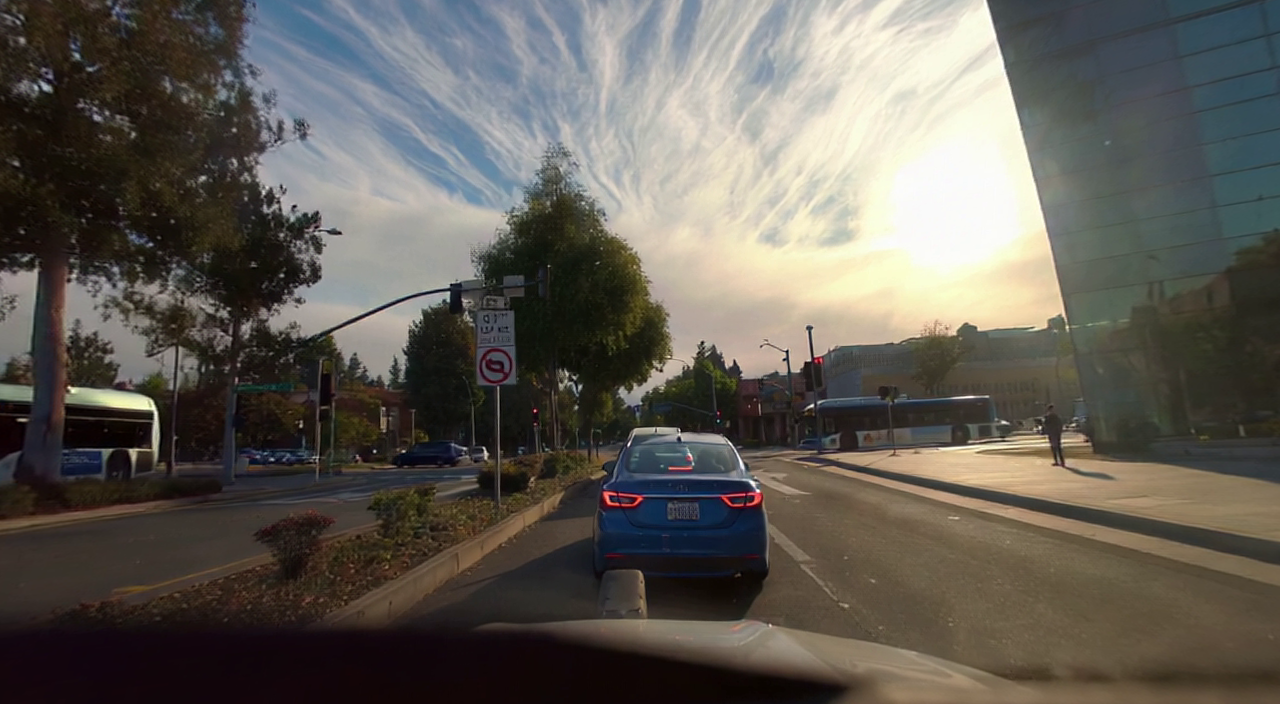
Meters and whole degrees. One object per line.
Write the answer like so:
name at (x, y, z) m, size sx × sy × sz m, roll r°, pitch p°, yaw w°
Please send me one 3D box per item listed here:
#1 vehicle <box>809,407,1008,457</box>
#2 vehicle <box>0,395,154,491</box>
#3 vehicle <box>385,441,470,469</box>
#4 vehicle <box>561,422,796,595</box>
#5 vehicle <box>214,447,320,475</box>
vehicle at (20.532, 6.250, 49.071) m, size 13.811 × 3.706 × 2.997 m, roll -1°, pitch -9°, yaw 4°
vehicle at (-25.954, 3.641, 25.317) m, size 2.692 × 3.685 × 10.153 m, roll -3°, pitch -9°, yaw 20°
vehicle at (-13.212, 6.414, 39.470) m, size 4.561 × 1.645 × 1.892 m, roll 7°, pitch -11°, yaw -39°
vehicle at (0.361, 1.631, 7.386) m, size 2.006 × 1.470 × 3.799 m, roll 0°, pitch -8°, yaw 1°
vehicle at (-21.244, 6.179, 36.166) m, size 1.883 × 1.461 × 4.830 m, roll -5°, pitch -10°, yaw 31°
